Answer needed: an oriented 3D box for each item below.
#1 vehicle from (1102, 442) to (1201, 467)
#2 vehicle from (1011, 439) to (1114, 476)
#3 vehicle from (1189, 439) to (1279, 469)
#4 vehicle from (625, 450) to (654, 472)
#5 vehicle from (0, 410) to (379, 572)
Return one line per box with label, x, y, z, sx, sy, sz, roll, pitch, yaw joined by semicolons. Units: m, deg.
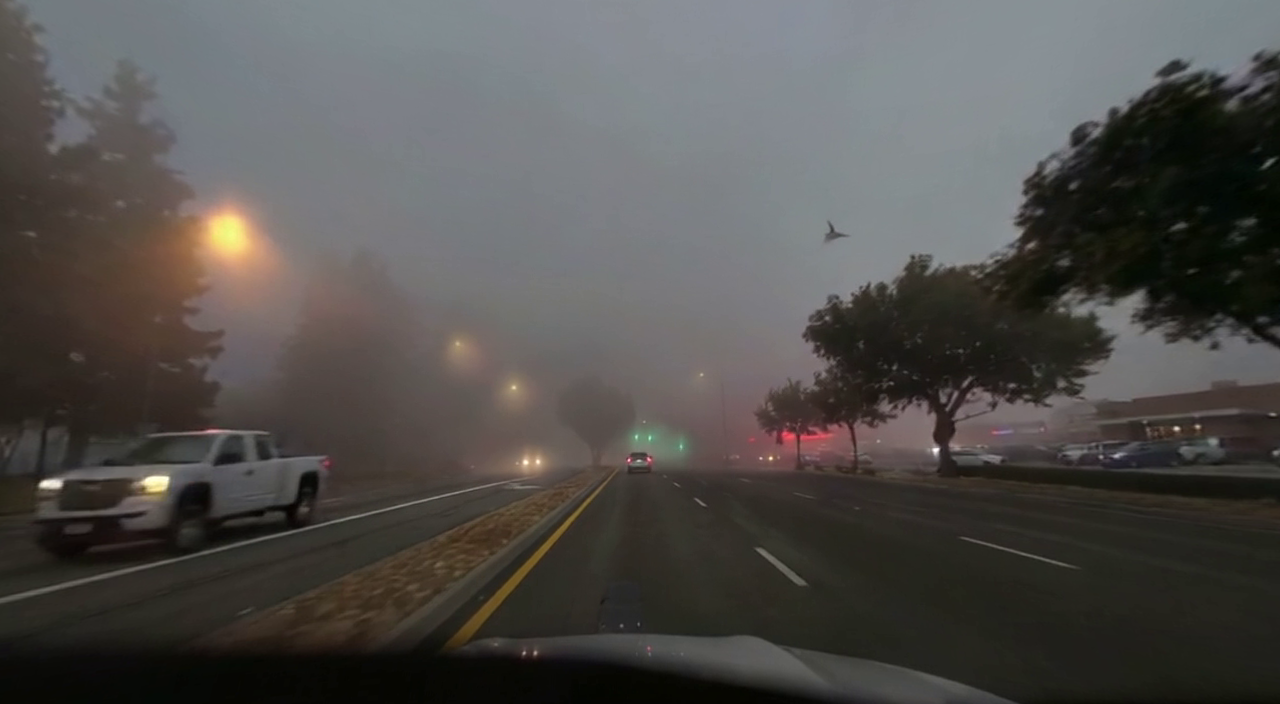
vehicle;32.215;6.480;39.895;4.458;1.529;1.937;0;-9;1
vehicle;20.987;5.208;31.362;4.558;1.657;2.149;4;-10;-27
vehicle;33.464;5.632;34.973;4.324;1.592;1.877;0;-9;-2
vehicle;-0.052;8.140;47.292;2.065;1.521;4.306;0;-9;-1
vehicle;-7.756;2.407;12.097;2.575;2.178;6.917;0;-9;0
